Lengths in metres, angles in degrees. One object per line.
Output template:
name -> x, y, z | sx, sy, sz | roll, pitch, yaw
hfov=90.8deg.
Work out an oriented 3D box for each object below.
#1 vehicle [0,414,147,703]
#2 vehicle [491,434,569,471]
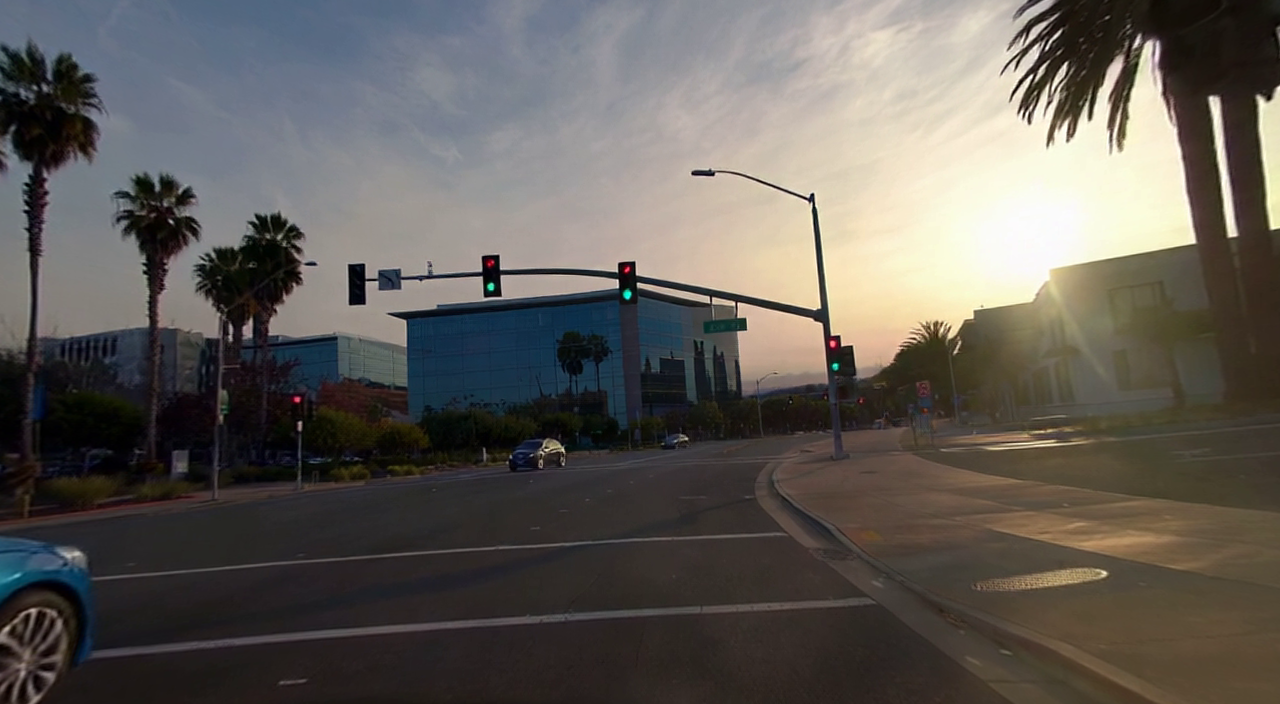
vehicle -> -3.339, 0.732, 0.638 | 2.071, 1.482, 4.446 | 0, -9, 0
vehicle -> -5.702, 5.307, 33.460 | 2.181, 1.792, 4.648 | -3, -9, 16
